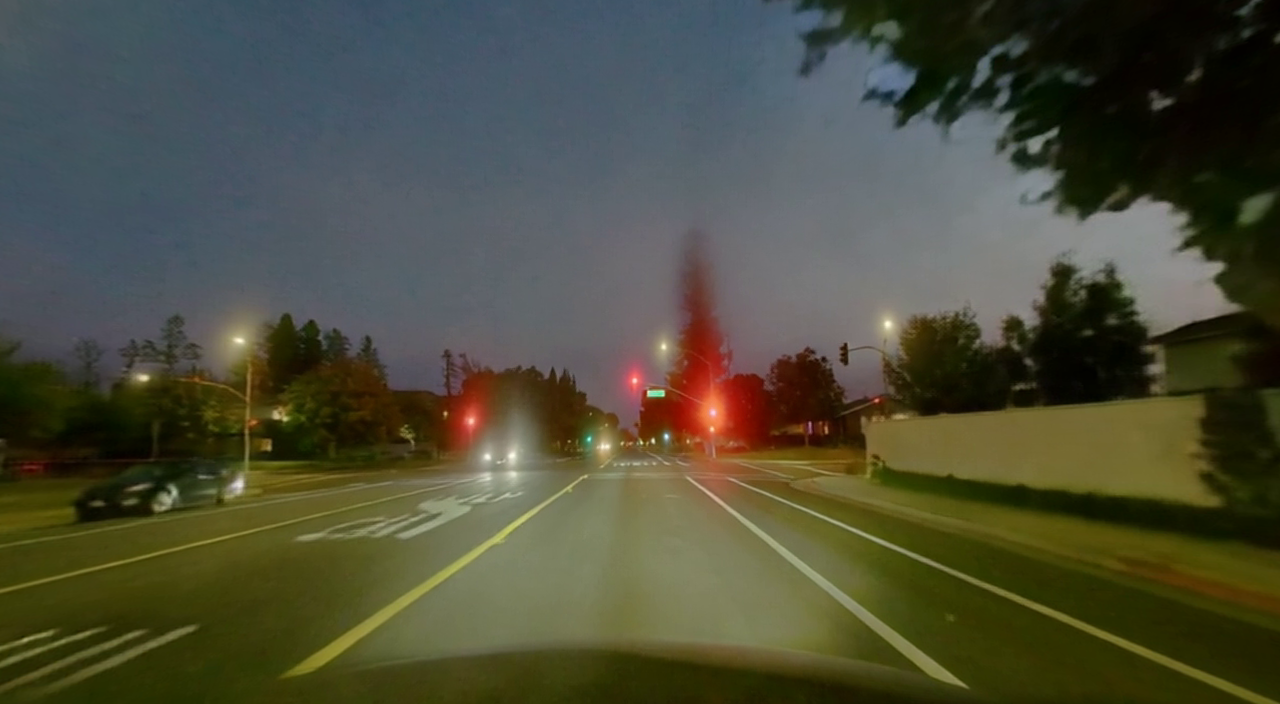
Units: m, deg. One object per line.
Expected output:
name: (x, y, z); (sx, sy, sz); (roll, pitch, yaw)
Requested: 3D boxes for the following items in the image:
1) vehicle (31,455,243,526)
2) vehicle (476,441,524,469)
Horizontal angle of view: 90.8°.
vehicle: (-12.785, 3.501, 16.528); (1.851, 1.482, 4.443); (-1, -8, 0)
vehicle: (-8.040, 5.924, 36.609); (1.869, 1.497, 3.768); (-1, -8, 1)
